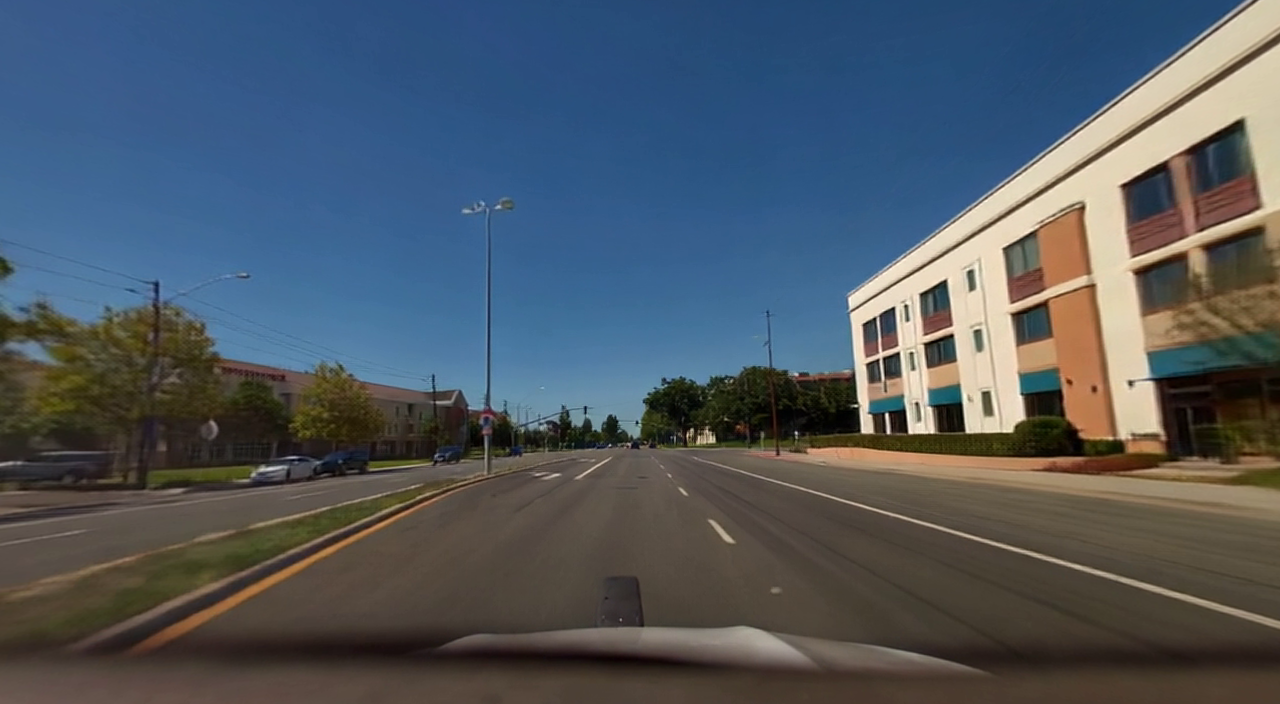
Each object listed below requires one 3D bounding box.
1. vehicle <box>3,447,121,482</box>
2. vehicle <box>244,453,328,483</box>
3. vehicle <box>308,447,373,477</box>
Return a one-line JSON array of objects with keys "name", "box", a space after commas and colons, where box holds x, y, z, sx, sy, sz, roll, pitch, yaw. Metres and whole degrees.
[{"name": "vehicle", "box": [-28.523, 5.552, 31.392, 2.008, 1.594, 4.100, 0, -8, -2]}, {"name": "vehicle", "box": [-19.139, 6.268, 34.432, 1.925, 1.485, 4.821, 0, -8, -1]}, {"name": "vehicle", "box": [-19.239, 7.052, 40.775, 1.976, 1.766, 4.677, 0, -9, -1]}]
